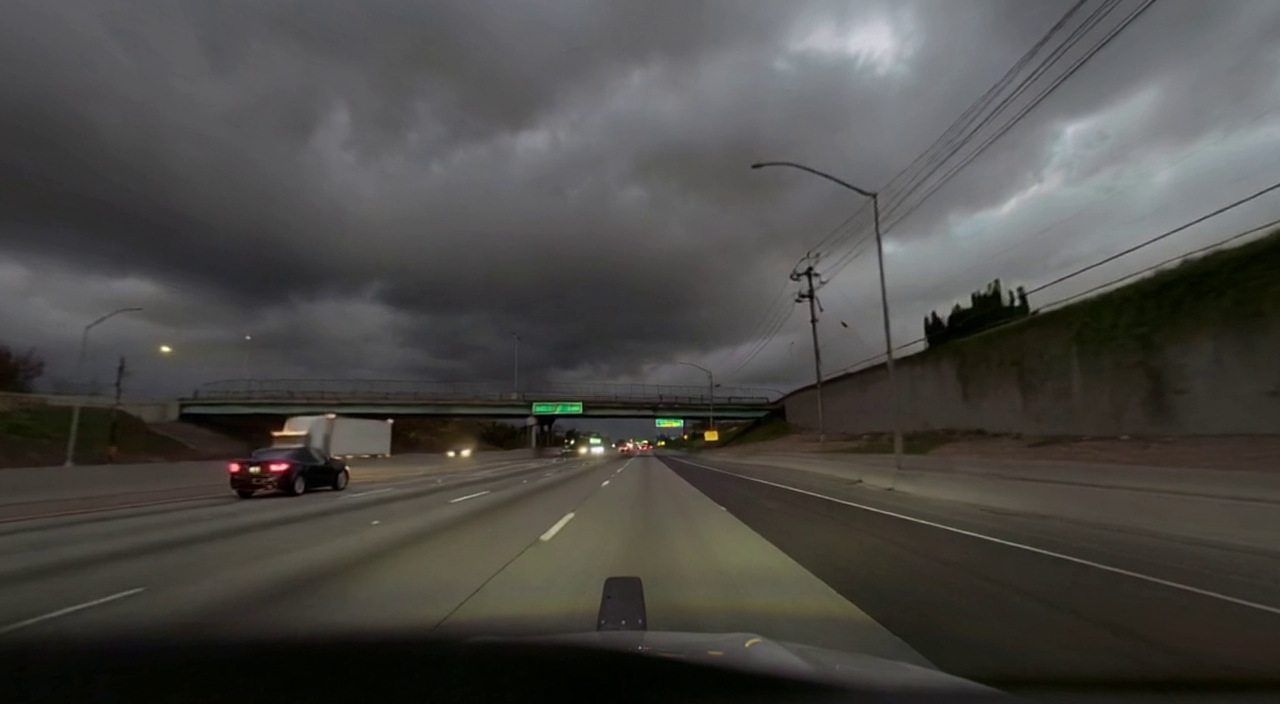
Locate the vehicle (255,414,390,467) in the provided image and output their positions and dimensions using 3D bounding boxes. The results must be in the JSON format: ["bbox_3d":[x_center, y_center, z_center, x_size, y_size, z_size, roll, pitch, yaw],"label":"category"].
[{"bbox_3d":[-23.426,6.759,48.087,2.941,3.391,14.236,0,-8,0],"label":"vehicle"}]

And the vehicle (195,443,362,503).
[{"bbox_3d":[-10.113,3.376,18.179,2.056,1.476,4.562,0,-8,1],"label":"vehicle"}]
